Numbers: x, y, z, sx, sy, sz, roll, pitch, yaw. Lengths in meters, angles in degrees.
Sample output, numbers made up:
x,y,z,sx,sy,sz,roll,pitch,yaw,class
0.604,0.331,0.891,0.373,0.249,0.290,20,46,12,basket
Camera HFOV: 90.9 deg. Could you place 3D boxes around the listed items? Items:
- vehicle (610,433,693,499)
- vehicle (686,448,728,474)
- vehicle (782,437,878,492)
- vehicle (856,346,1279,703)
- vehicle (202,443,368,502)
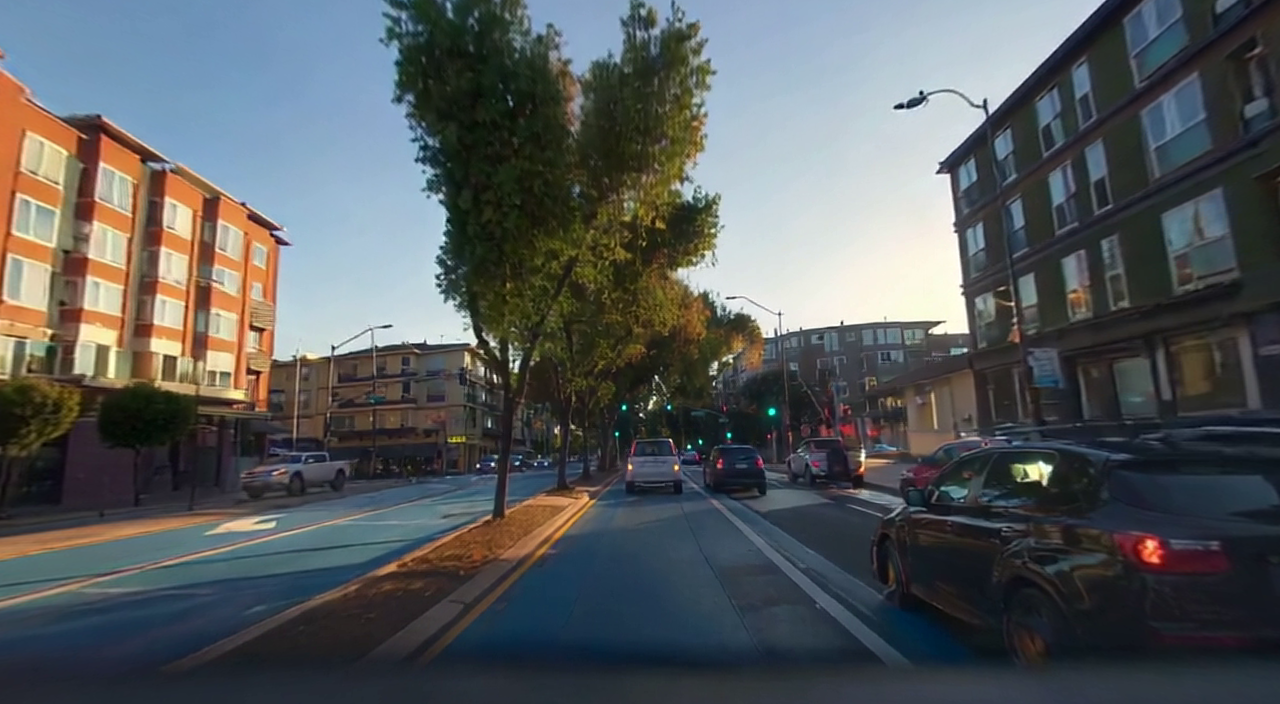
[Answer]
x,y,z,sx,sy,sz,roll,pitch,yaw,class
0.324,3.394,19.114,2.209,1.748,4.130,0,-9,0,vehicle
3.891,6.427,37.412,2.045,1.465,4.355,0,-9,0,vehicle
6.709,4.028,22.888,2.066,1.790,4.663,0,-9,1,vehicle
3.168,1.149,4.328,1.939,1.746,4.091,0,-9,1,vehicle
-13.886,4.731,25.412,2.640,2.054,6.504,-1,-9,3,vehicle
